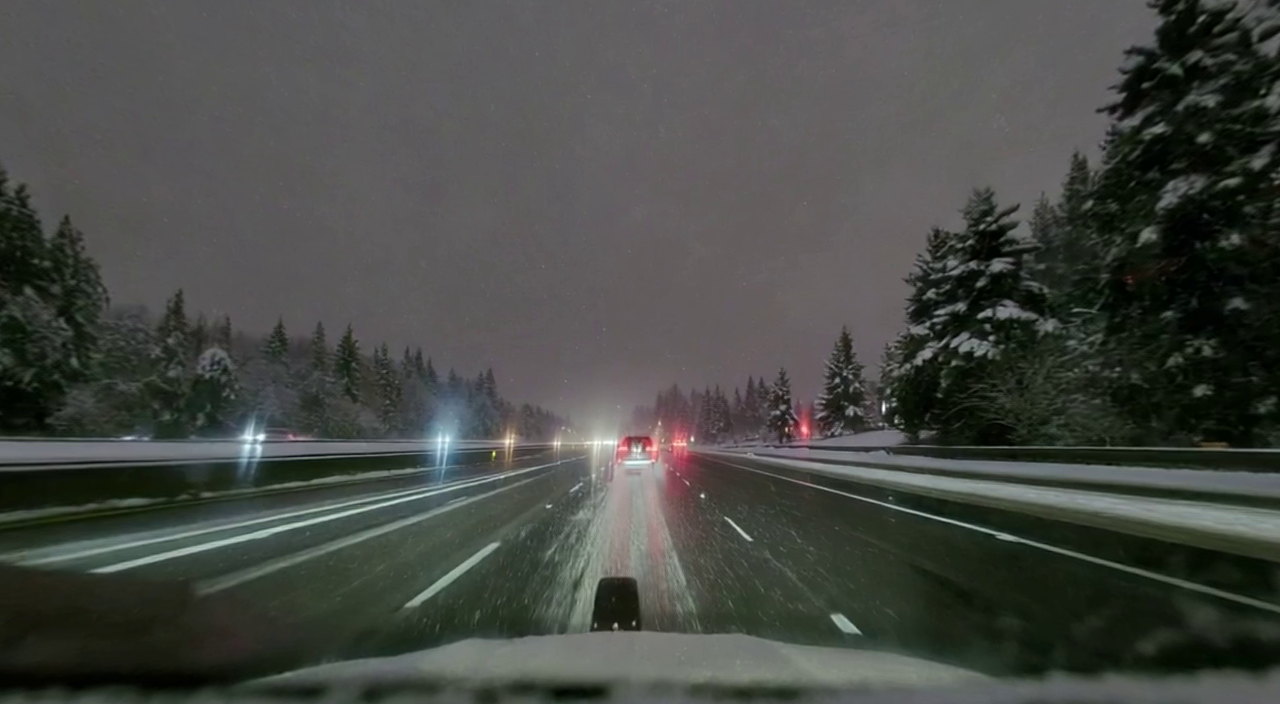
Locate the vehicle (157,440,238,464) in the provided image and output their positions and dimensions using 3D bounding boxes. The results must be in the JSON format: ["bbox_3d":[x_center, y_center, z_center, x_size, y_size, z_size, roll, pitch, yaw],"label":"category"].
[{"bbox_3d":[-29.710,6.740,42.644,1.917,1.509,4.817,0,-8,1],"label":"vehicle"}]

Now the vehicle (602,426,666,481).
[{"bbox_3d":[-0.178,3.911,24.637,2.269,1.924,4.596,0,-8,1],"label":"vehicle"}]
